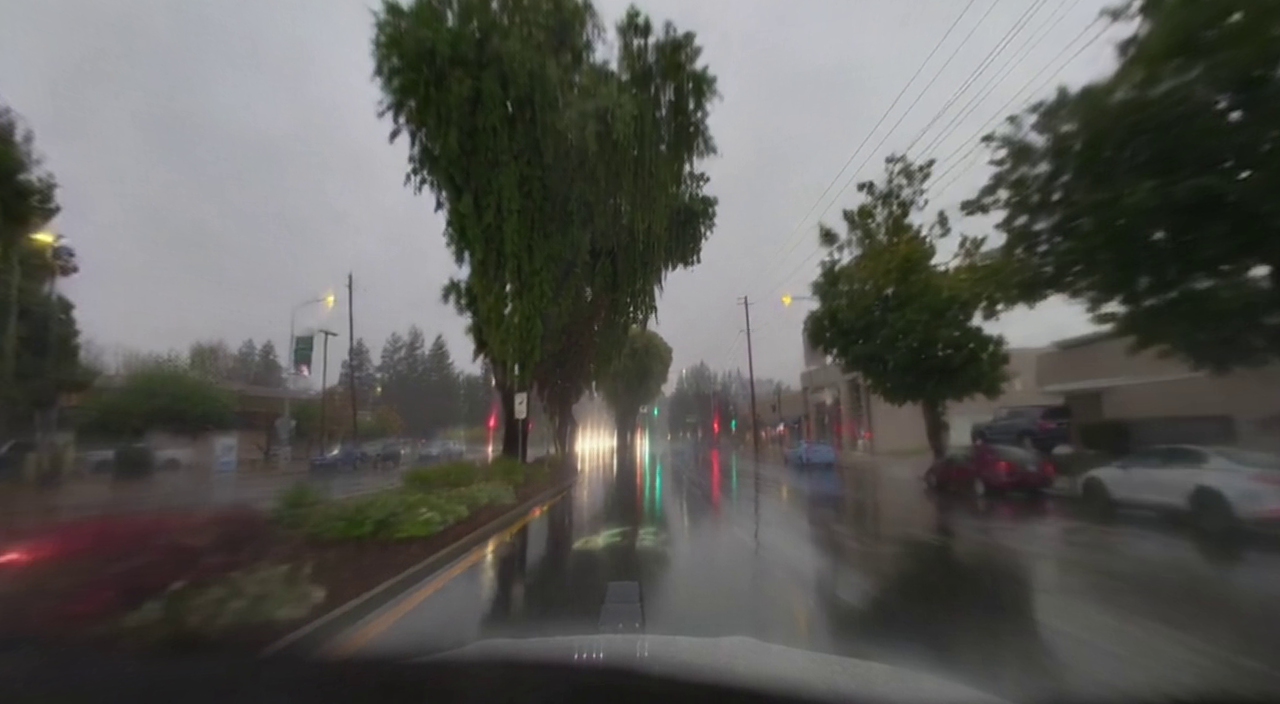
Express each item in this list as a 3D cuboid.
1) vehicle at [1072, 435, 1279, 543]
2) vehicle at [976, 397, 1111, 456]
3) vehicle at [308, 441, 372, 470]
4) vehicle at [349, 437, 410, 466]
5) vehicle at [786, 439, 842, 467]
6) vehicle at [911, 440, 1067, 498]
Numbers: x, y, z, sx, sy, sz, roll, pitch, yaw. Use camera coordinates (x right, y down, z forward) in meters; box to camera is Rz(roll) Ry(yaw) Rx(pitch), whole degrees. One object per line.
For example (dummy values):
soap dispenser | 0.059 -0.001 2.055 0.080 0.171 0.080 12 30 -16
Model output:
vehicle | 9.732 2.192 10.658 1.726 1.486 4.394 0 -9 -1
vehicle | 18.932 3.638 30.137 2.179 2.441 5.974 -1 -8 -2
vehicle | -19.323 6.654 40.892 1.966 1.753 4.634 0 -9 -2
vehicle | -19.041 7.270 46.484 2.085 1.957 5.548 0 -8 1
vehicle | 10.047 5.878 36.886 1.919 1.546 4.730 0 -9 0
vehicle | 9.892 3.318 18.410 1.926 1.464 4.436 0 -9 -1
